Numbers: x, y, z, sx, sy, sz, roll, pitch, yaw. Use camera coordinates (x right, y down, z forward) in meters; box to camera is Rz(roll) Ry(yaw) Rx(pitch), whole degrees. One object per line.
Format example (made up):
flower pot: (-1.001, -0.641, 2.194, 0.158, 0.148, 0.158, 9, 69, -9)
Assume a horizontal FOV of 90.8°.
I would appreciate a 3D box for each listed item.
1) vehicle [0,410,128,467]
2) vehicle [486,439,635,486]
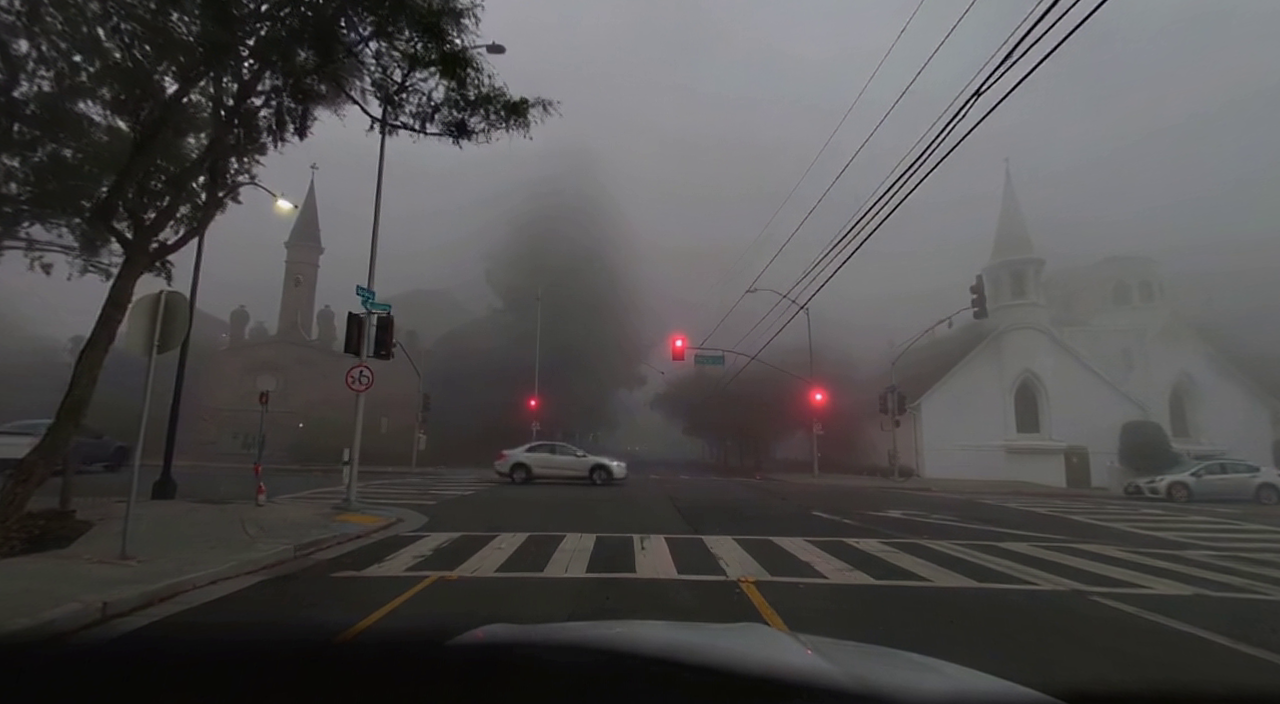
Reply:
vehicle: (-21.191, 3.071, 22.323, 4.372, 1.892, 2.002, 0, -9, 0)
vehicle: (-2.584, 3.714, 21.460, 4.718, 1.497, 2.032, 0, -8, 4)
